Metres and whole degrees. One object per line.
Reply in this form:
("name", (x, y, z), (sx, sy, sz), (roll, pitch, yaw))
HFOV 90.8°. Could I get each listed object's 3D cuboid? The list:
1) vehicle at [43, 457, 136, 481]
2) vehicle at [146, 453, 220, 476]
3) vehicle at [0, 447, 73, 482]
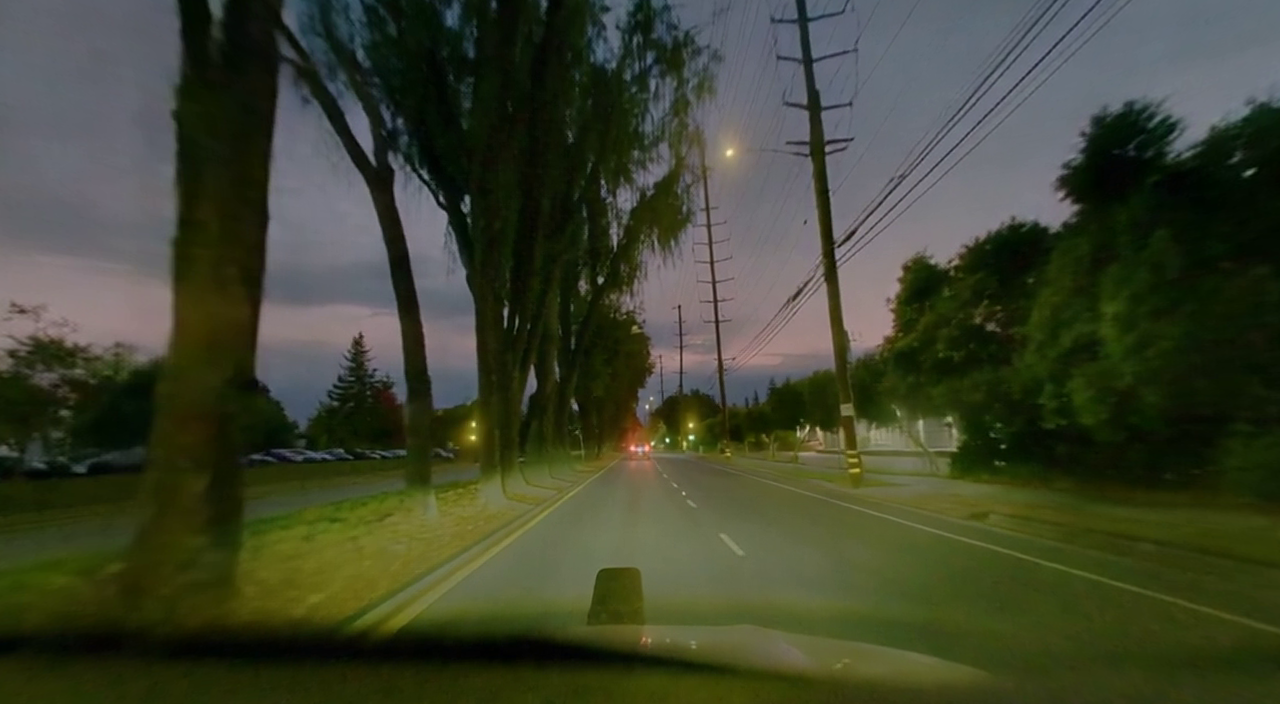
("vehicle", (-33.993, 7.204, 39.078), (4.035, 1.392, 1.952), (-1, -9, 5))
("vehicle", (-33.499, 8.259, 46.356), (3.967, 1.373, 1.853), (-3, -8, -1))
("vehicle", (-33.672, 5.965, 33.556), (5.024, 1.788, 2.150), (-1, -9, 2))
